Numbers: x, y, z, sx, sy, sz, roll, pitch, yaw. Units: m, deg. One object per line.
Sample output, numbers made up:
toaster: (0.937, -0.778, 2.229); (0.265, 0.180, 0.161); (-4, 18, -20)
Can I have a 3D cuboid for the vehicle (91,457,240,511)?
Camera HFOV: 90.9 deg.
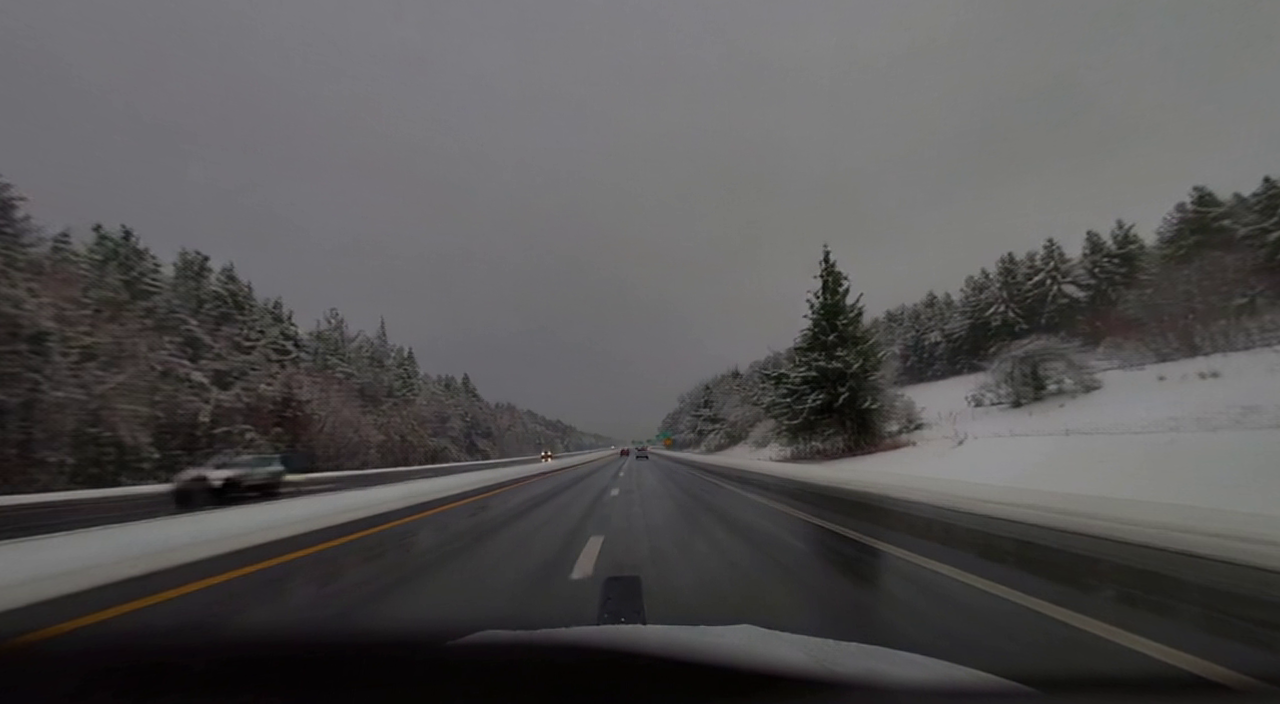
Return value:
vehicle: (-15.378, 4.243, 20.743); (1.779, 1.537, 4.036); (0, -9, -1)
